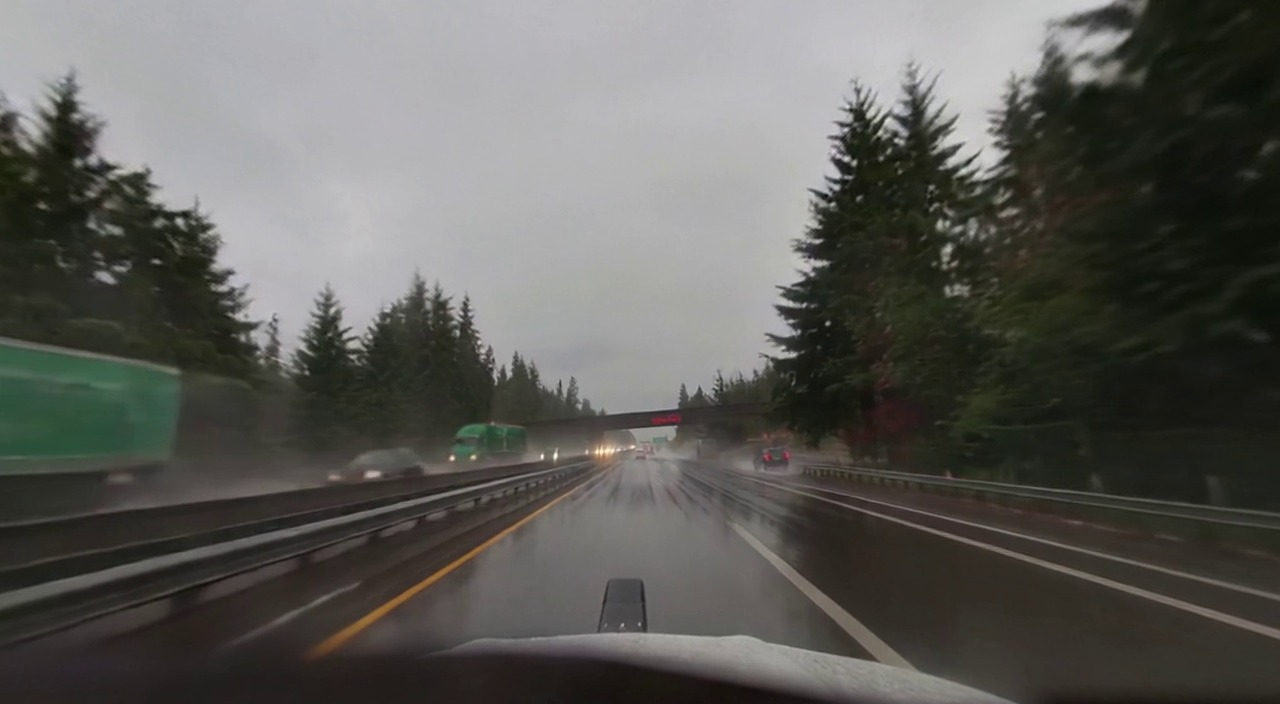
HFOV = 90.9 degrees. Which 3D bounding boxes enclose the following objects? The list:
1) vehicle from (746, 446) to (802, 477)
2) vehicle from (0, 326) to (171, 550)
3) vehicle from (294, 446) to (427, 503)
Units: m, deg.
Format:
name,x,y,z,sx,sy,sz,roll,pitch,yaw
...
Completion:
name,x,y,z,sx,sy,sz,roll,pitch,yaw
vehicle,6.847,5.635,32.612,1.987,1.473,4.244,0,-9,0
vehicle,-13.279,1.078,8.425,3.133,4.027,14.079,0,-9,0
vehicle,-8.628,3.818,20.028,2.081,1.569,4.607,0,-9,0
